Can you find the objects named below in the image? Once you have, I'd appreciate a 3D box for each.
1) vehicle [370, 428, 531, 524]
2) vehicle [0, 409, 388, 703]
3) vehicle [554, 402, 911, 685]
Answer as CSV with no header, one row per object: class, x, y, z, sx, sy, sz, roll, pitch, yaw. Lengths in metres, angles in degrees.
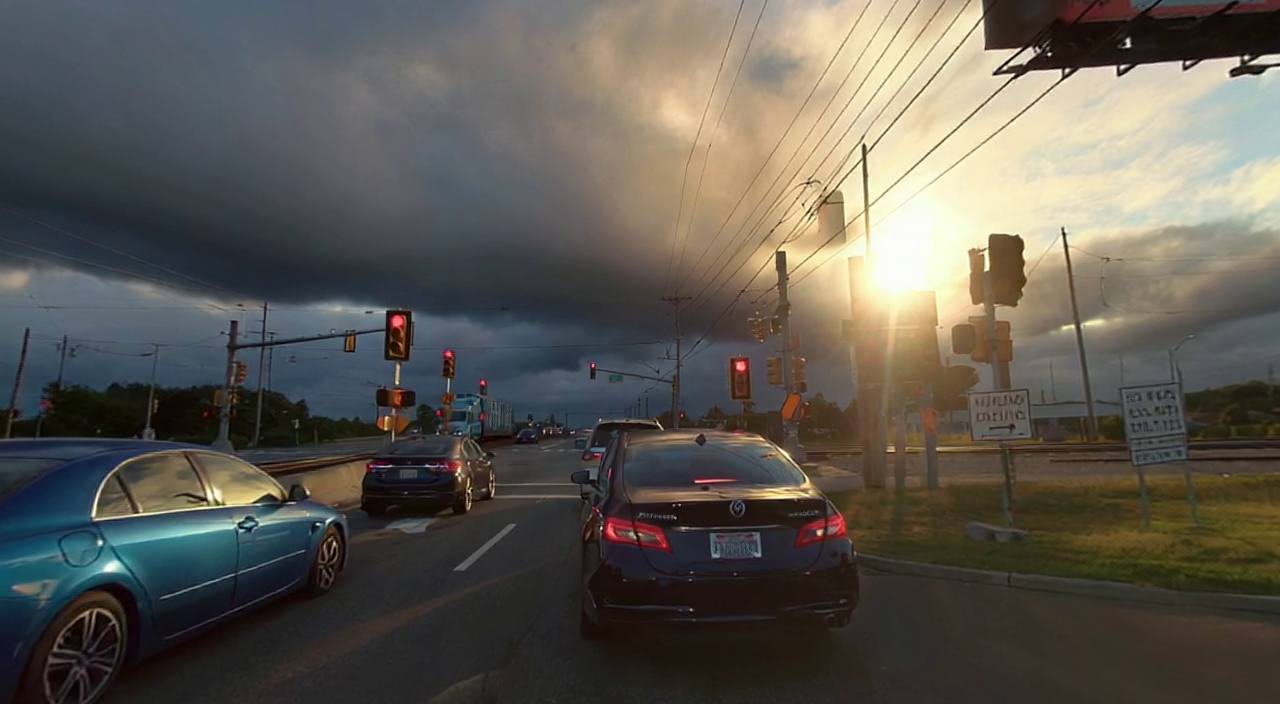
vehicle,-3.360,2.271,12.101,1.984,1.505,3.982,0,-9,-2
vehicle,-3.710,1.253,4.476,1.956,1.468,4.585,0,-9,0
vehicle,0.397,1.351,5.555,1.998,1.529,3.960,1,-9,-4
